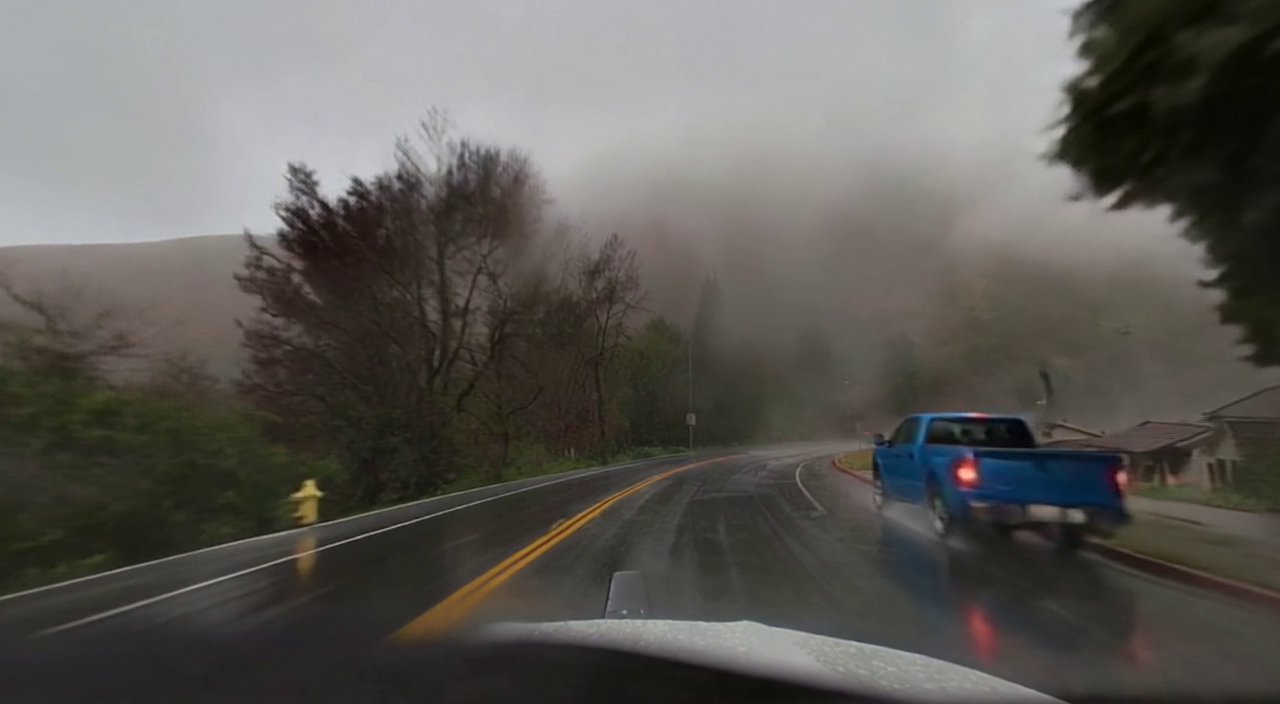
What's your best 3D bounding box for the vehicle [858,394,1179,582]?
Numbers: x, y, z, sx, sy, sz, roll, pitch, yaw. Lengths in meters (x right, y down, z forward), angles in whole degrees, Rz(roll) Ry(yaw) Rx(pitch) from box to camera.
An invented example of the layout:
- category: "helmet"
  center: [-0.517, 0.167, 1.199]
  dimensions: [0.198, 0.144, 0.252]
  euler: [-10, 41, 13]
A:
- category: "vehicle"
  center: [4.529, 1.635, 8.537]
  dimensions: [1.992, 1.817, 4.467]
  euler: [0, -8, 7]
